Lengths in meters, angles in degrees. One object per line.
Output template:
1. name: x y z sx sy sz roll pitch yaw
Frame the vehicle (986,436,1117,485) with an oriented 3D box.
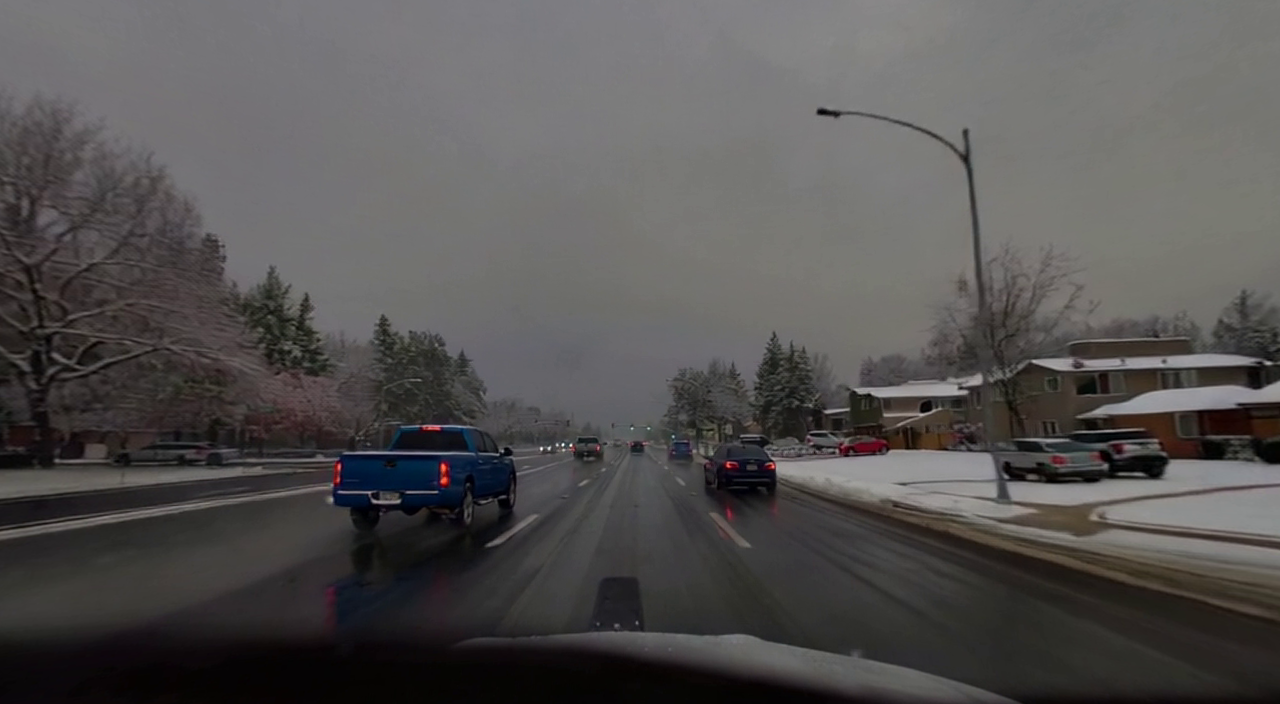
1. vehicle: 13.952 3.677 21.779 1.929 1.502 4.177 0 -8 4

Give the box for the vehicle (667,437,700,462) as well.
1. vehicle: 3.369 7.684 49.990 2.099 1.845 4.363 0 -8 -2

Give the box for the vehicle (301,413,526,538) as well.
1. vehicle: -3.678 2.107 11.620 2.111 1.745 5.274 0 -8 1

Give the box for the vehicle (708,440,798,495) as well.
1. vehicle: 3.295 3.420 19.244 1.884 1.463 4.195 0 -8 -1

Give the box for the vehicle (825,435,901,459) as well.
1. vehicle: 16.236 6.922 46.090 4.759 1.673 1.972 0 -8 -3

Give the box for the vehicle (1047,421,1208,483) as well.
1. vehicle: 16.569 3.475 21.866 2.040 1.784 4.533 -3 -10 3

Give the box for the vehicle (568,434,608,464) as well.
1. vehicle: -3.406 6.471 42.333 2.218 1.829 4.492 0 -8 1
